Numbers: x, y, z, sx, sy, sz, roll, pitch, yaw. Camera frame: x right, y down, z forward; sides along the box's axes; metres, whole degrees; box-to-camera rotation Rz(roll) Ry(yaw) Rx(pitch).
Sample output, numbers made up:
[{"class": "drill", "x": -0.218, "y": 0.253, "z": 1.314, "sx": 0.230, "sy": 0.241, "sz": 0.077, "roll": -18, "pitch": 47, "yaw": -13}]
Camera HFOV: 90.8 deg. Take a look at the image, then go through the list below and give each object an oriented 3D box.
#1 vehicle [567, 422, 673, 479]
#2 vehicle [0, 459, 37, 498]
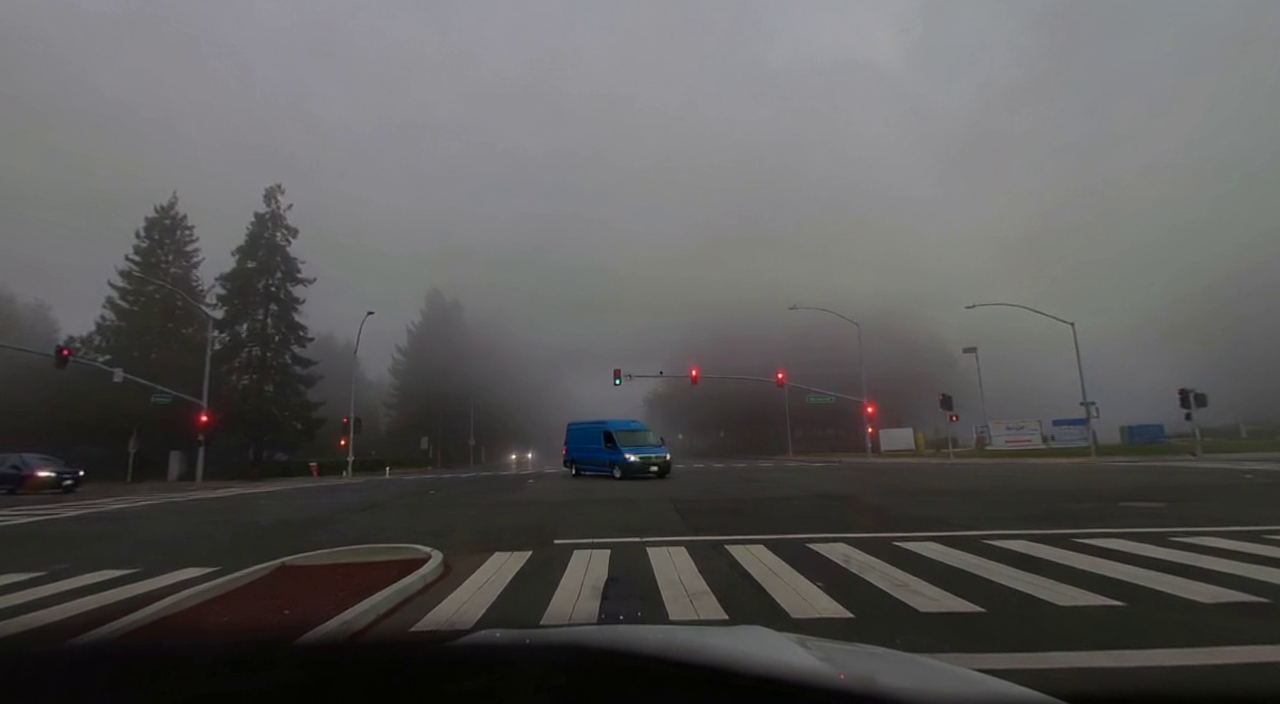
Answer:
[{"class": "vehicle", "x": -1.104, "y": 4.613, "z": 29.862, "sx": 2.465, "sy": 2.404, "sz": 5.791, "roll": 5, "pitch": -10, "yaw": -31}, {"class": "vehicle", "x": -45.977, "y": 9.057, "z": 45.619, "sx": 2.529, "sy": 2.543, "sz": 5.861, "roll": 6, "pitch": -10, "yaw": -35}]
